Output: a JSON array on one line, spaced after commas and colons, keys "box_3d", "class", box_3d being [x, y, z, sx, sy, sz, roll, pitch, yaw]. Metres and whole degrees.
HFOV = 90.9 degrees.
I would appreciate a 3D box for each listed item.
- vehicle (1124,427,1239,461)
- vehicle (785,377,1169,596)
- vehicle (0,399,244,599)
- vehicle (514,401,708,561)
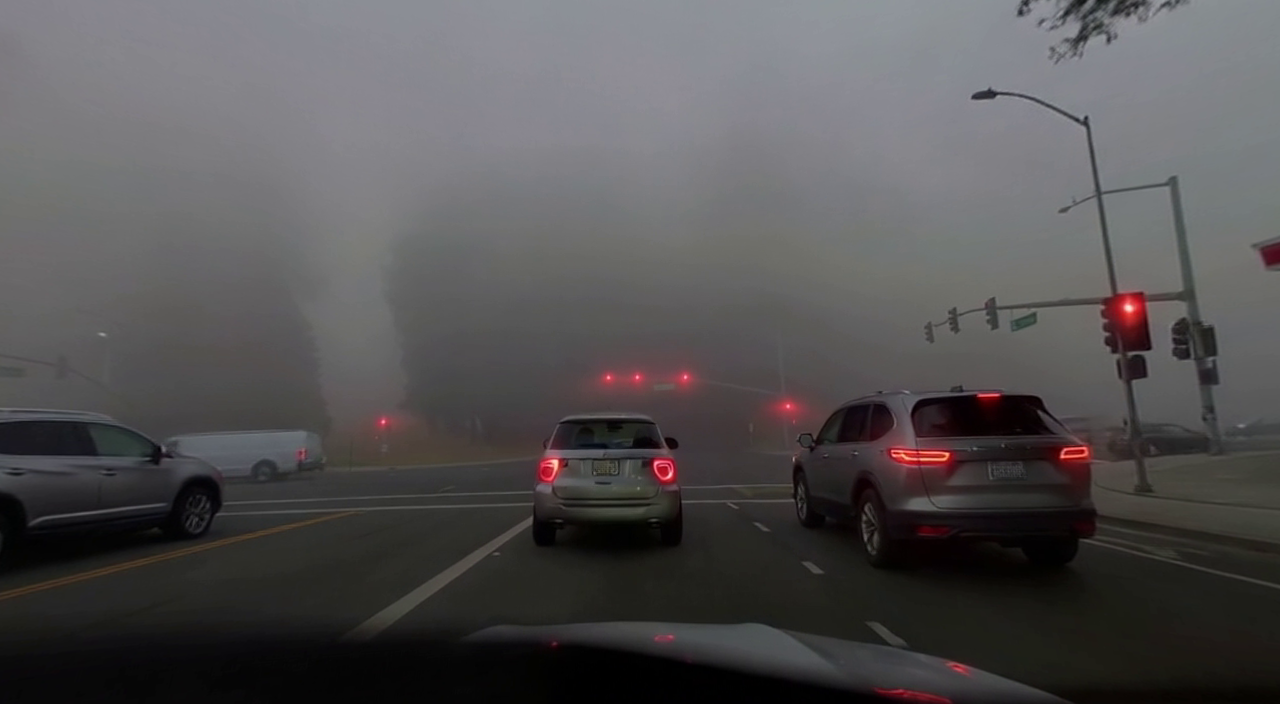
[{"box_3d": [24.281, 4.125, 28.310, 4.007, 1.420, 1.719, 2, -8, -12], "class": "vehicle"}, {"box_3d": [3.257, 1.413, 7.388, 2.083, 1.779, 4.347, 0, -8, 0], "class": "vehicle"}, {"box_3d": [-6.732, 1.443, 6.479, 2.011, 1.774, 4.866, 0, -8, 2], "class": "vehicle"}, {"box_3d": [-0.282, 1.674, 8.801, 2.067, 1.702, 3.987, 0, -8, 1], "class": "vehicle"}]
